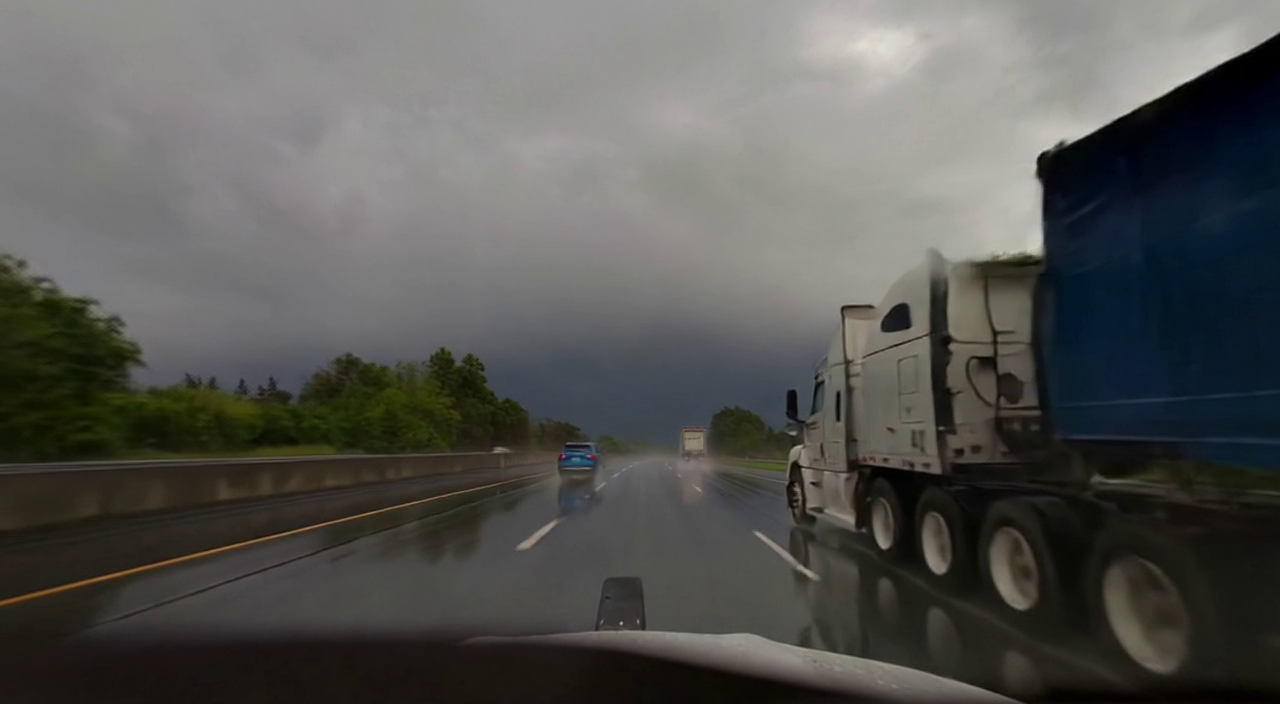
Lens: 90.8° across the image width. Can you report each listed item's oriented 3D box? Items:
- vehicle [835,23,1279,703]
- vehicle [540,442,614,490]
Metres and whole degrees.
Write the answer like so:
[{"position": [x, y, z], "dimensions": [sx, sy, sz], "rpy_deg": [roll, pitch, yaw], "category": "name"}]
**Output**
[{"position": [4.311, 0.113, 1.911], "dimensions": [2.868, 3.427, 14.032], "rpy_deg": [0, -9, -1], "category": "vehicle"}, {"position": [-2.311, 4.351, 24.381], "dimensions": [2.297, 1.683, 4.385], "rpy_deg": [0, -9, 2], "category": "vehicle"}]
